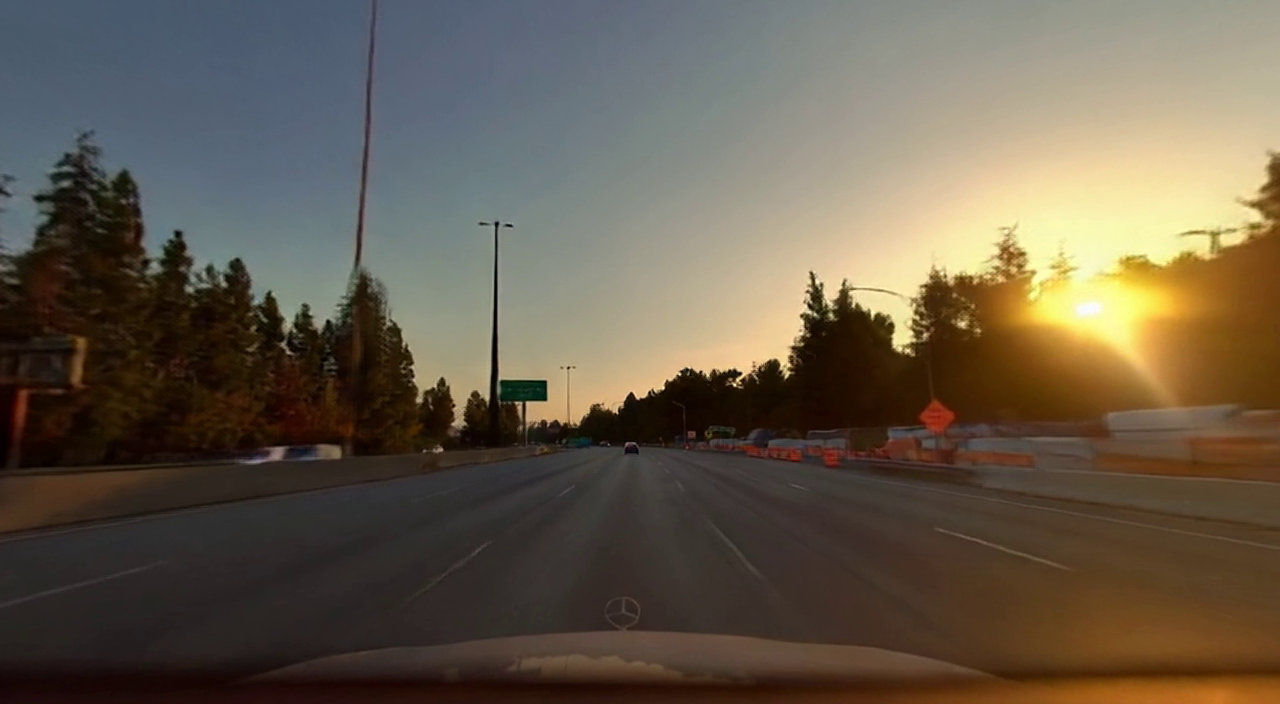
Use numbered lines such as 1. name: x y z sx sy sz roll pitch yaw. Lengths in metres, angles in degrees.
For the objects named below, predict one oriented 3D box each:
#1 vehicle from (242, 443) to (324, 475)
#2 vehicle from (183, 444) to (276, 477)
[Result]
1. vehicle: -18.680 5.595 33.177 1.895 1.593 4.166 0 -9 0
2. vehicle: -22.262 5.876 34.425 2.008 1.685 4.516 0 -9 0
